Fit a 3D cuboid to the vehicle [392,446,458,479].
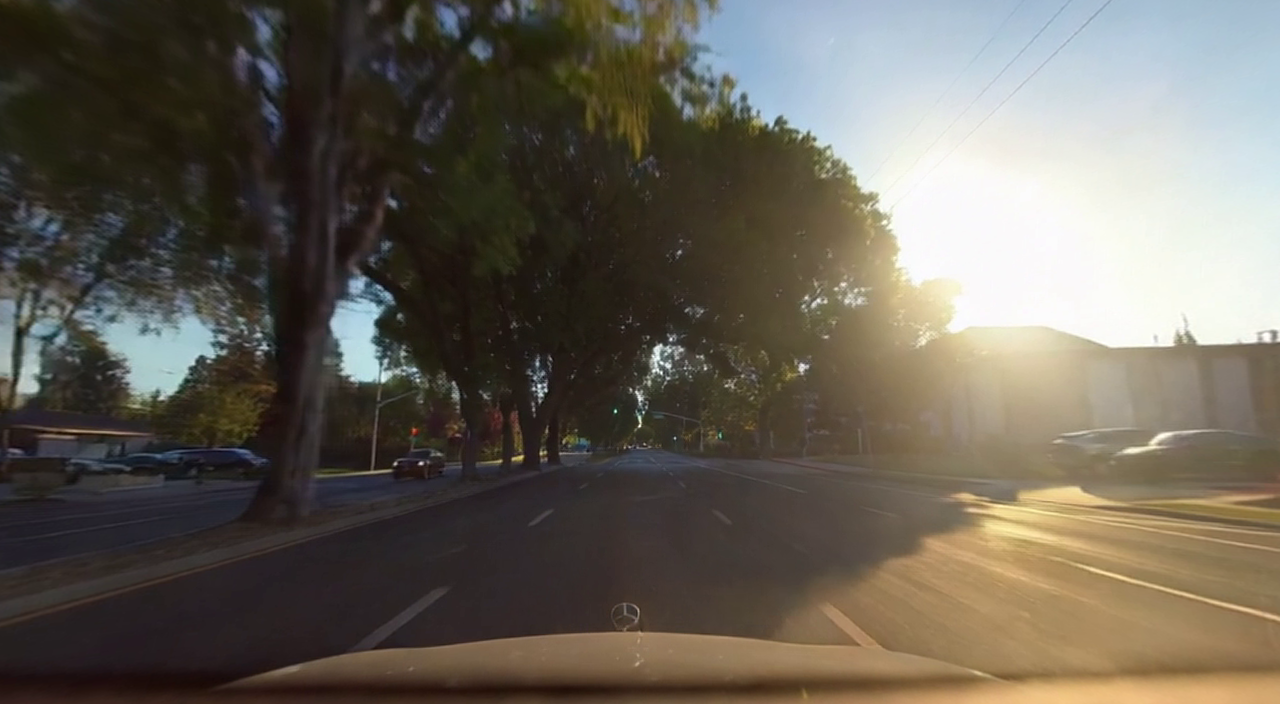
[{"bbox_3d":[-11.992,6.177,35.545,2.033,1.693,4.551,0,-9,1],"label":"vehicle"}]
